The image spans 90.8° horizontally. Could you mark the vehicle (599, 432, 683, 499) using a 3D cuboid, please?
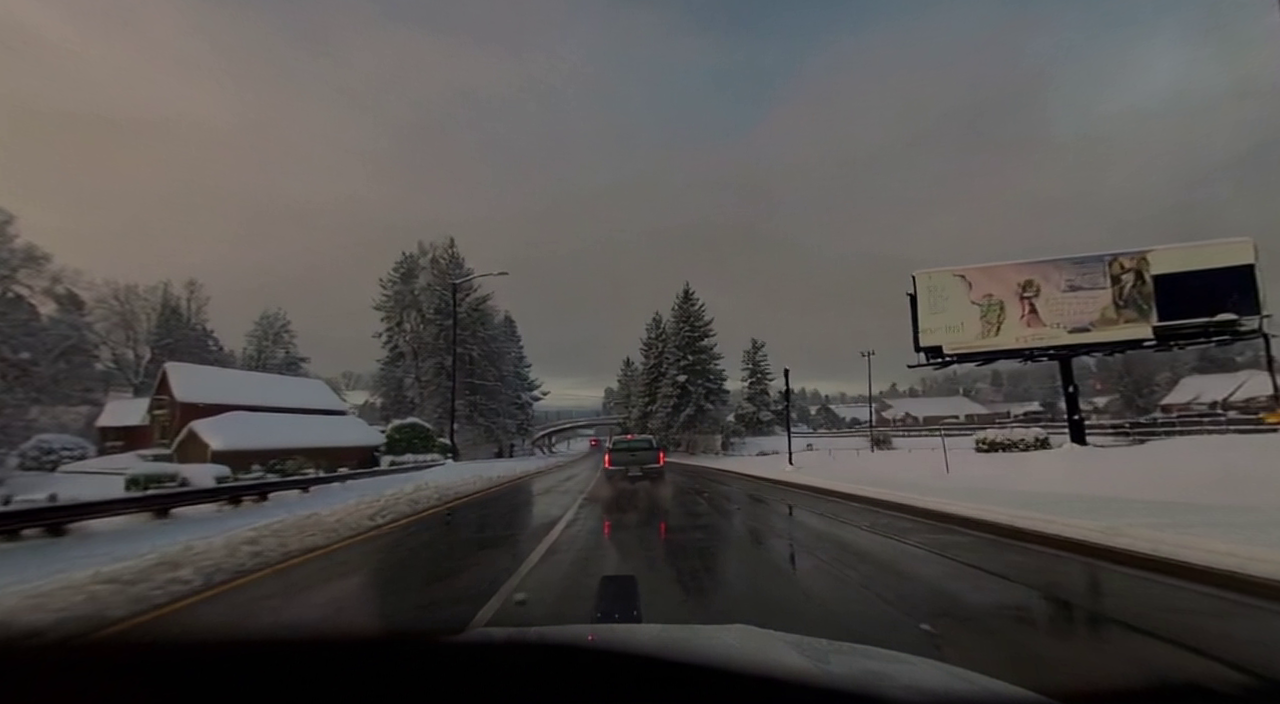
[{"bbox_3d":[0.021,3.698,20.993,2.404,1.926,5.251,0,-9,0],"label":"vehicle"}]
